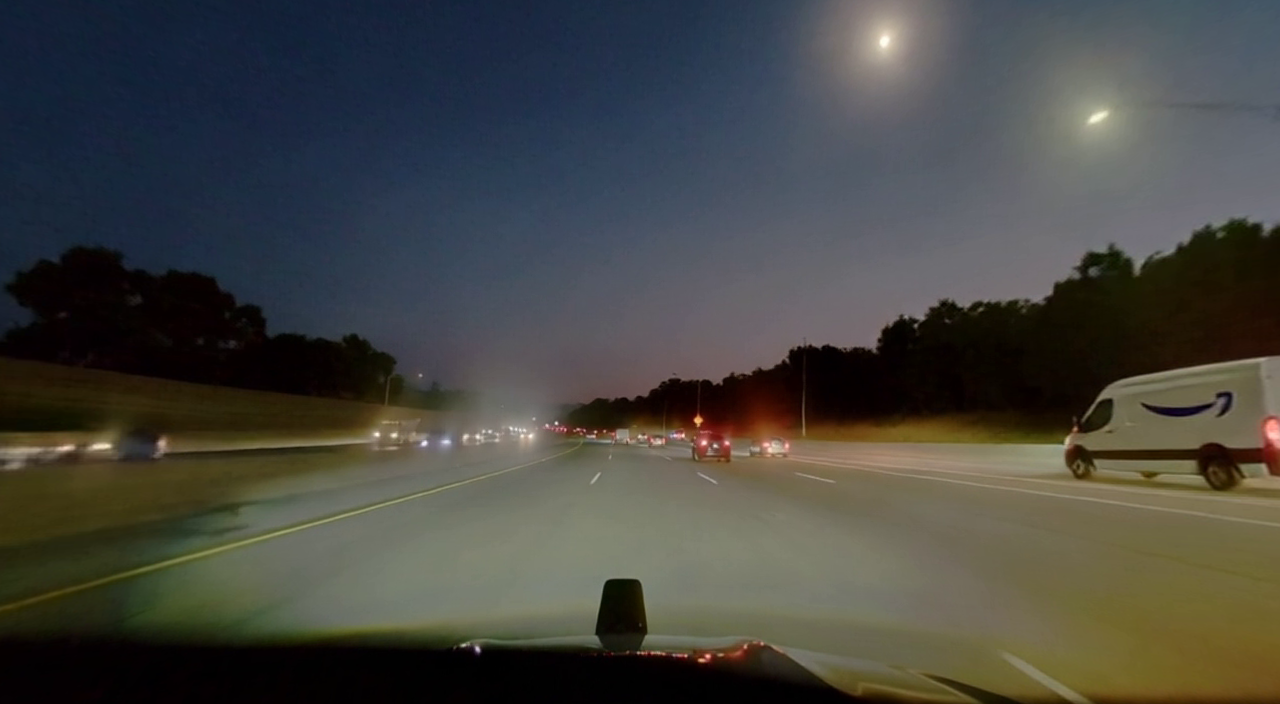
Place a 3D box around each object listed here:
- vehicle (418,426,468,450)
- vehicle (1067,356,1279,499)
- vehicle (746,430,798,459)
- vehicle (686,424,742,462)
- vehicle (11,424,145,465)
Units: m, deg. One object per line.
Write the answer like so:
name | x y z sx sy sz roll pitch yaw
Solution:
vehicle | -13.848 6.119 44.635 2.170 1.567 4.506 0 -8 -1
vehicle | 13.669 1.813 14.735 2.274 2.802 6.802 0 -8 -3
vehicle | 7.198 5.097 34.699 1.798 1.473 4.077 0 -8 -2
vehicle | 3.674 4.608 32.008 2.141 1.732 4.279 0 -8 -2
vehicle | -25.186 4.171 28.527 1.921 1.671 4.538 0 -8 -1
